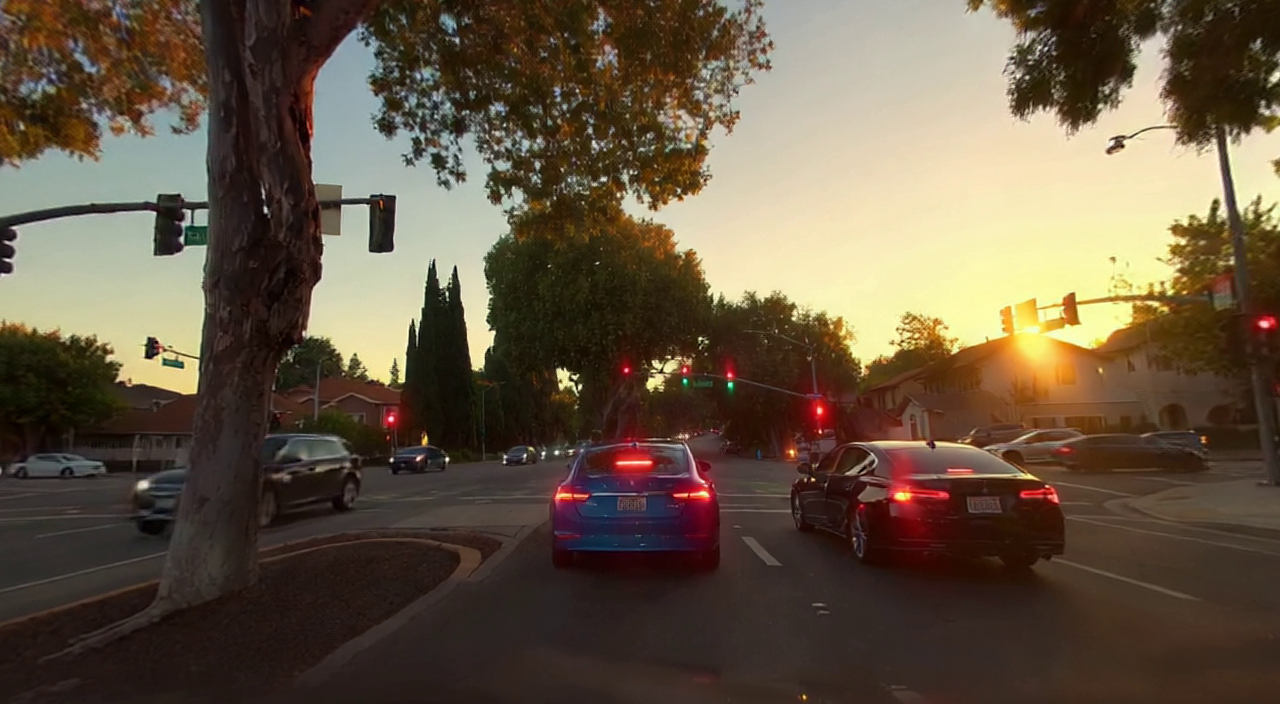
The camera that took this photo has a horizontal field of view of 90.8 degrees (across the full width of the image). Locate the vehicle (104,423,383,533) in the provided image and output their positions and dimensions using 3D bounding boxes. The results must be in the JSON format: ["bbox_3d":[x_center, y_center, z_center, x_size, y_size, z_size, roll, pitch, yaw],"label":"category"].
[{"bbox_3d":[-7.512,2.433,12.864,2.383,1.779,4.973,0,-8,1],"label":"vehicle"}]

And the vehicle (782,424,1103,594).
[{"bbox_3d":[3.172,1.712,7.756,1.913,1.505,4.097,0,-8,0],"label":"vehicle"}]

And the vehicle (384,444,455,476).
[{"bbox_3d":[-11.463,5.625,33.184,2.125,1.476,4.385,-2,-8,1],"label":"vehicle"}]

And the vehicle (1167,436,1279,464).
[{"bbox_3d":[31.163,5.213,33.642,4.489,1.432,1.790,0,-9,0],"label":"vehicle"}]

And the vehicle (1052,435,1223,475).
[{"bbox_3d":[21.043,4.396,26.961,5.159,1.600,2.329,-1,-9,5],"label":"vehicle"}]

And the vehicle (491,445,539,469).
[{"bbox_3d":[-7.568,6.422,38.739,2.040,1.374,4.150,0,-8,1],"label":"vehicle"}]

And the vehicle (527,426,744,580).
[{"bbox_3d":[-0.062,1.779,8.260,2.103,1.478,4.073,0,-8,-1],"label":"vehicle"}]
